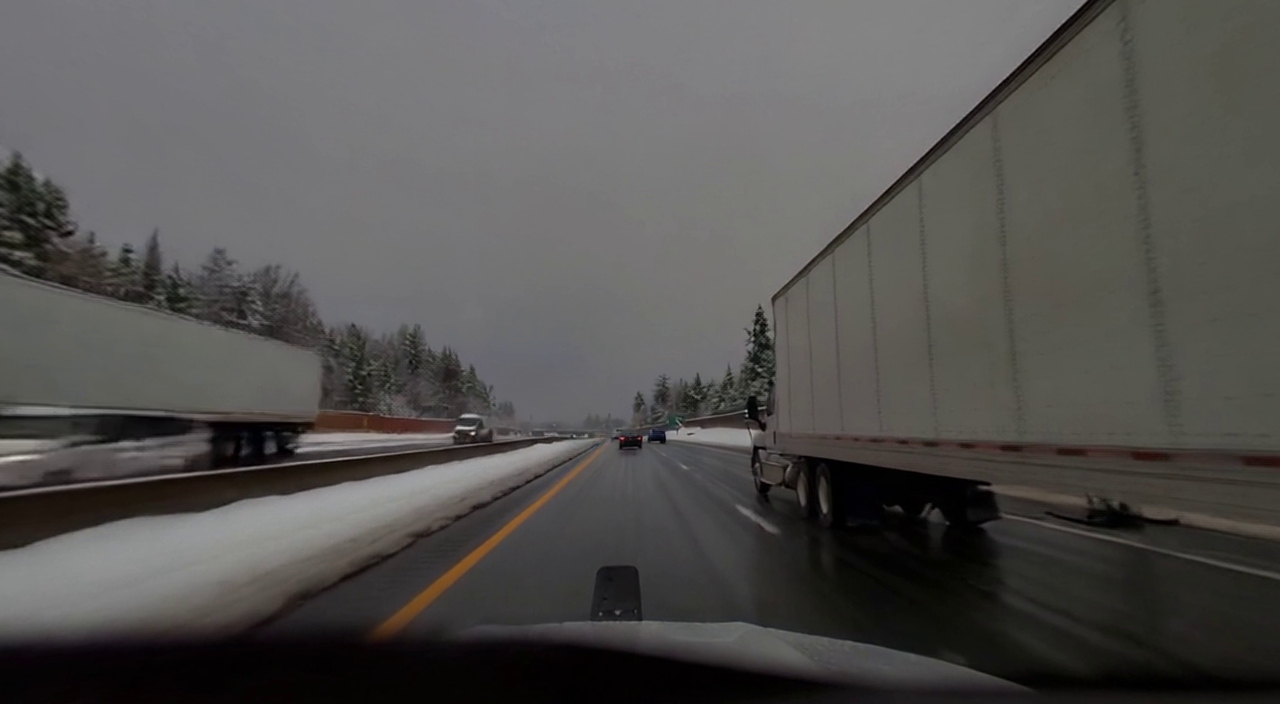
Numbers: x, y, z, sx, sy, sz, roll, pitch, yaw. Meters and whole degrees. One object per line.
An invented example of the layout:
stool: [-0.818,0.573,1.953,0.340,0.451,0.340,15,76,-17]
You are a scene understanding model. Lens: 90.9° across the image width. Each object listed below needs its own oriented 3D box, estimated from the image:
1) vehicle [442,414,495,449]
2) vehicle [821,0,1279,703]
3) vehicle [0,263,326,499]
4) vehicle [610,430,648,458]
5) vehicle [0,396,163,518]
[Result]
vehicle: [-13.320,6.256,49.407,2.332,2.493,6.723,-1,-7,-1]
vehicle: [4.229,-0.432,2.054,2.953,4.045,13.843,0,-7,-1]
vehicle: [-12.789,1.121,15.623,2.898,4.098,14.464,0,-7,-1]
vehicle: [-0.645,5.332,36.745,2.119,1.480,4.000,-1,-7,-1]
vehicle: [-8.873,1.355,8.160,1.906,1.499,4.537,0,-7,-2]
